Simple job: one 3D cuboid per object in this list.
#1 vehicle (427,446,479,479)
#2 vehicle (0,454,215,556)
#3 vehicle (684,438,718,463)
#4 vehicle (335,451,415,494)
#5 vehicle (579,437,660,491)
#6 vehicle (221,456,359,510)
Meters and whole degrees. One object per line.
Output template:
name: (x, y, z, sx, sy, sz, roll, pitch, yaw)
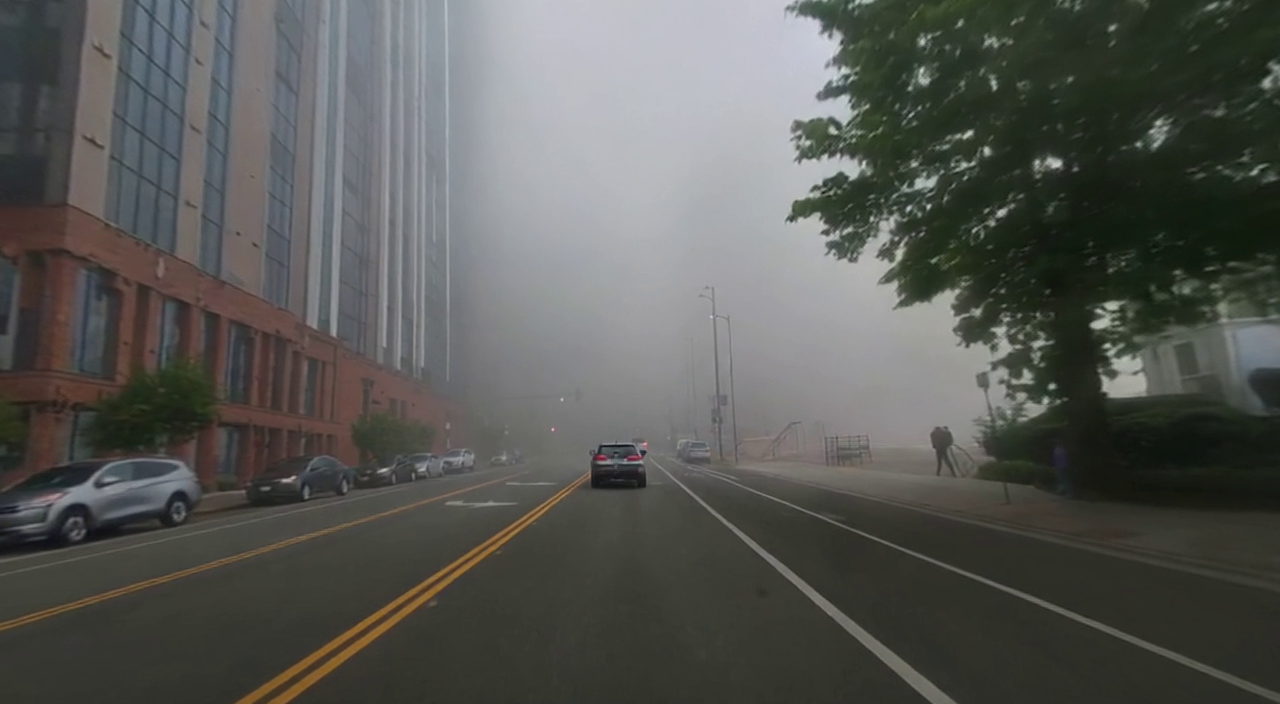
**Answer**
vehicle: (-12.180, 7.208, 41.476, 2.090, 1.784, 4.832, -4, -8, -2)
vehicle: (-11.948, 3.133, 13.742, 2.077, 1.732, 4.704, 0, -8, 0)
vehicle: (4.234, 6.948, 44.583, 1.924, 1.645, 4.528, -1, -8, -1)
vehicle: (-12.213, 5.540, 29.400, 1.976, 1.577, 4.091, -5, -8, -1)
vehicle: (-0.597, 3.428, 19.736, 2.269, 1.479, 3.980, 0, -8, -1)
vehicle: (-11.861, 4.432, 21.885, 1.991, 1.507, 4.879, 0, -8, 0)
